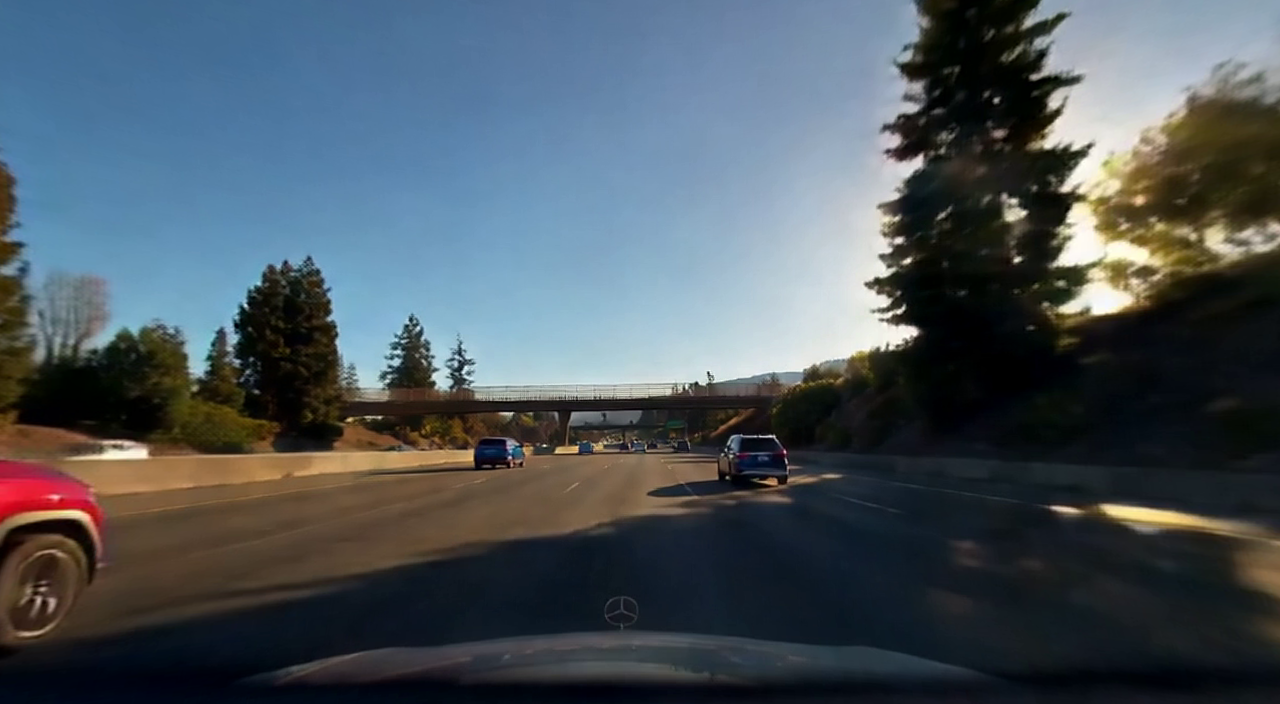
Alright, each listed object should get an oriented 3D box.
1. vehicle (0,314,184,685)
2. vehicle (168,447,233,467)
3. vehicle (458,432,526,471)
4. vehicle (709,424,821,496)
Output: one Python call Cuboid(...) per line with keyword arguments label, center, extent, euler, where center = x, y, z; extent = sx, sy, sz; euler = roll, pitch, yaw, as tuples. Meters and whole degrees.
Cuboid(label="vehicle", center=(-4.277, 0.583, 2.055), extent=(2.018, 1.872, 4.728), euler=(0, -8, 0))
Cuboid(label="vehicle", center=(-32.915, 7.865, 47.410), extent=(1.845, 1.413, 4.179), euler=(0, -8, 0))
Cuboid(label="vehicle", center=(-7.477, 5.108, 32.467), extent=(2.193, 1.818, 4.995), euler=(0, -8, 1))
Cuboid(label="vehicle", center=(3.356, 3.016, 17.945), extent=(2.185, 1.749, 4.477), euler=(0, -8, -1))
